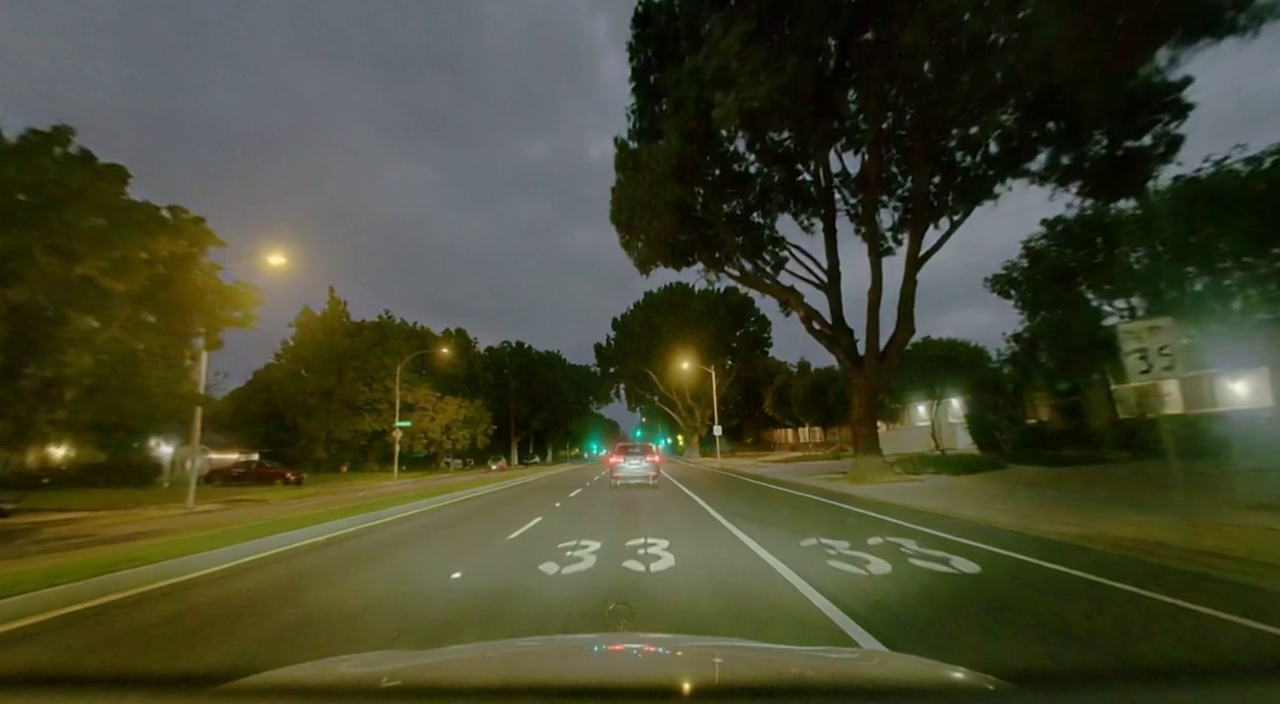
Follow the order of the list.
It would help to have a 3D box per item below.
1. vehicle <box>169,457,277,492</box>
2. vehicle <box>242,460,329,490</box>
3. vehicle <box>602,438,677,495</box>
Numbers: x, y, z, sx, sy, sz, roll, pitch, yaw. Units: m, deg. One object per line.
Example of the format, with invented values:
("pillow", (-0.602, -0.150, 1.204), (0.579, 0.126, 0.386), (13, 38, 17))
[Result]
("vehicle", (-23.853, 6.981, 36.290), (4.866, 1.614, 1.911), (-3, -9, -2))
("vehicle", (-21.820, 7.560, 38.986), (4.241, 1.500, 1.956), (-4, -9, 0))
("vehicle", (-0.043, 3.684, 20.628), (2.181, 1.639, 4.127), (0, -9, 0))
